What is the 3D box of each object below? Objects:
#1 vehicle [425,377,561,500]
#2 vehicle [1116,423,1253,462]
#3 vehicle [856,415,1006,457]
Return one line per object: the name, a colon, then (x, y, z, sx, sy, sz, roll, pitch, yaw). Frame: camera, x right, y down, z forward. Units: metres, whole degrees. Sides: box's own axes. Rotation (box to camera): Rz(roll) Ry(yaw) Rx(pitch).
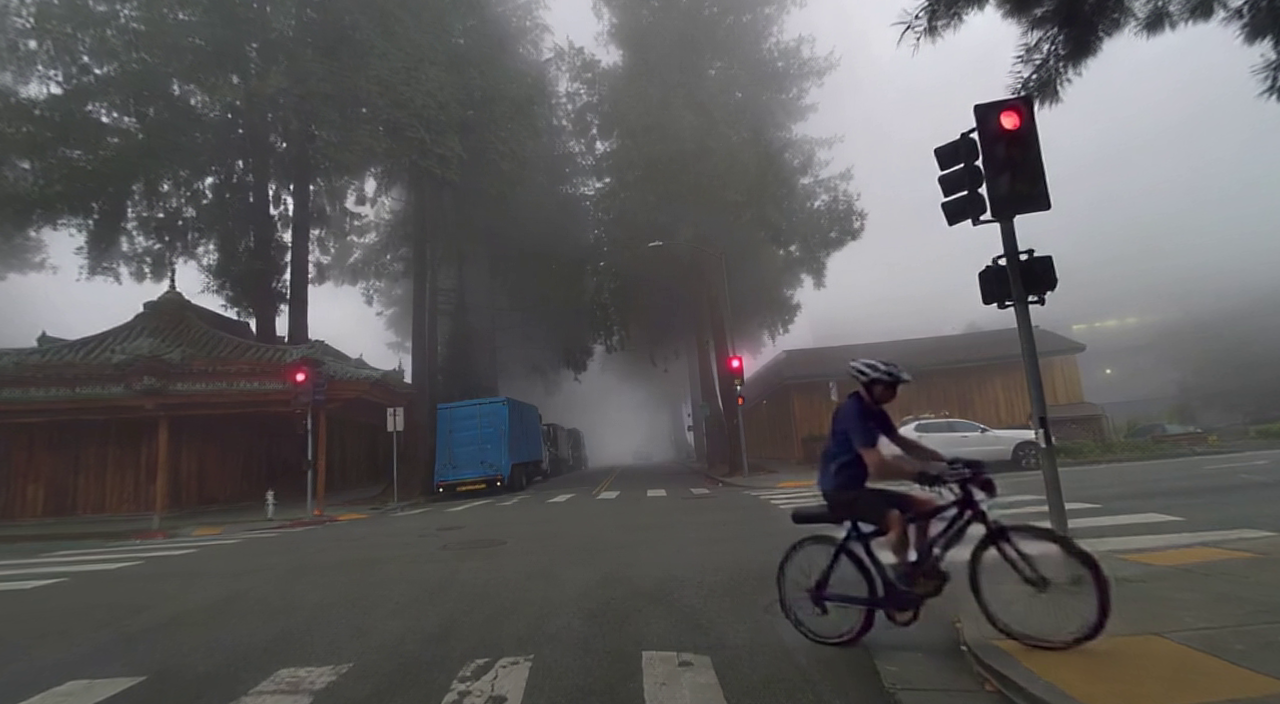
vehicle: (-5.820, 3.743, 27.156, 3.113, 4.041, 10.284, -4, -8, 1)
vehicle: (24.955, 4.158, 29.019, 4.268, 1.695, 2.053, 0, -8, 3)
vehicle: (10.684, 3.134, 23.424, 4.643, 1.456, 1.820, -1, -8, 5)
